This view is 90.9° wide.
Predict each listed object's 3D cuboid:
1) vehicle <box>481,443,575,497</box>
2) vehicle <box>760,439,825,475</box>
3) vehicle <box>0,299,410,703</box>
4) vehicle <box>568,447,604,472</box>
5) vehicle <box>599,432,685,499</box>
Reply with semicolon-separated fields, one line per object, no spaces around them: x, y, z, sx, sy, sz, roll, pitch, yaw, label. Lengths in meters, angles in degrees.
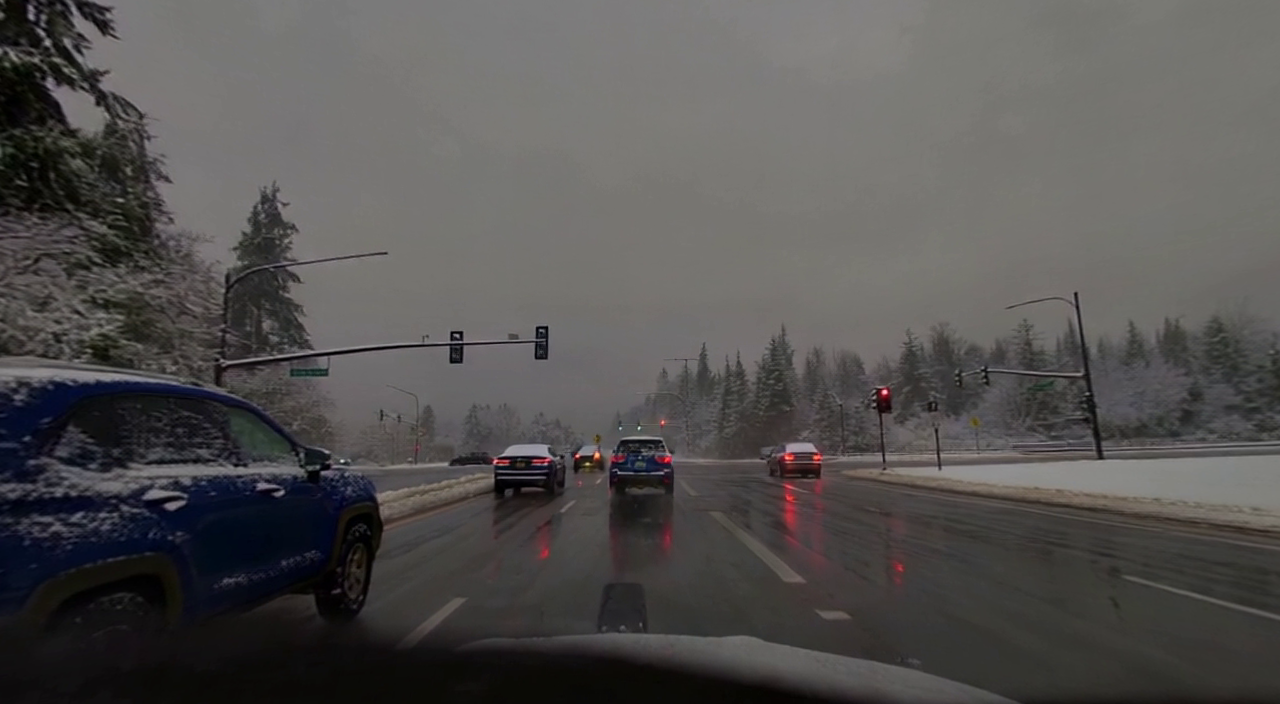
-3.436;3.722;20.427;2.061;1.504;5.142;0;-8;1;vehicle
7.948;5.517;33.364;2.166;1.761;4.692;0;-8;-1;vehicle
-3.484;0.943;3.640;2.320;1.863;5.148;0;-8;1;vehicle
-3.425;6.843;40.530;2.004;1.484;4.480;0;-8;-1;vehicle
0.069;3.327;18.905;2.298;1.770;4.138;0;-8;0;vehicle
